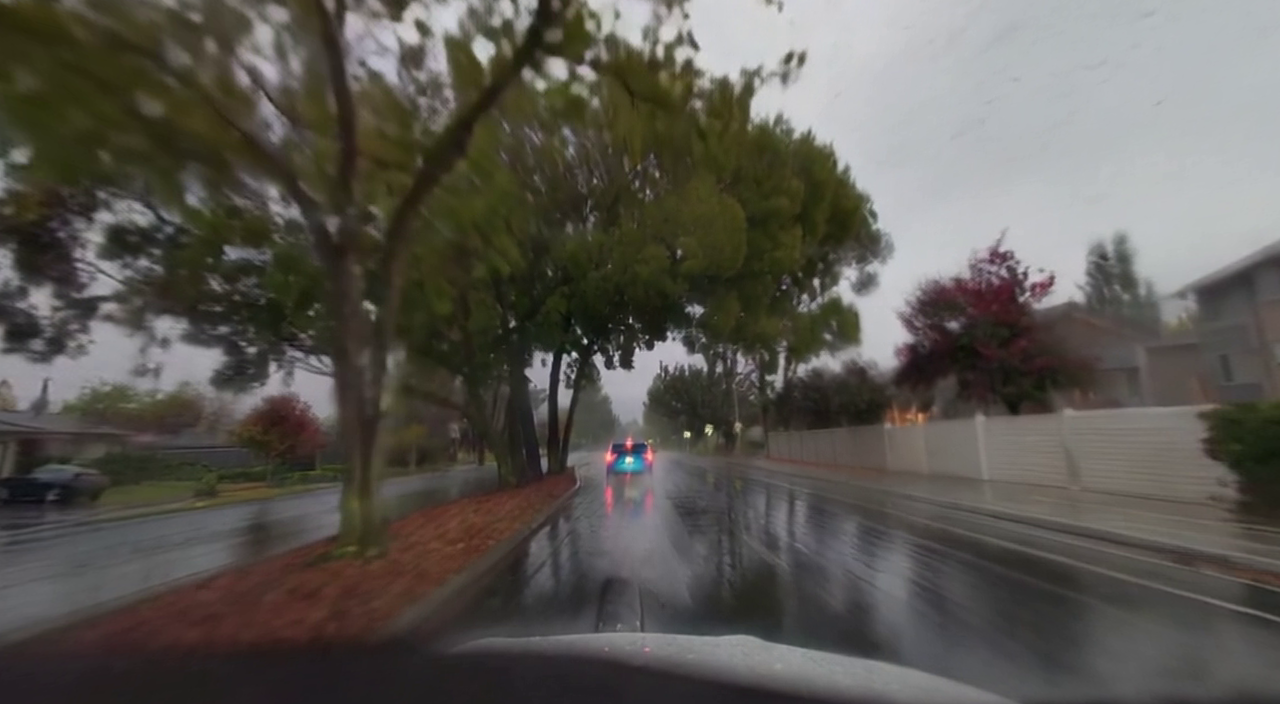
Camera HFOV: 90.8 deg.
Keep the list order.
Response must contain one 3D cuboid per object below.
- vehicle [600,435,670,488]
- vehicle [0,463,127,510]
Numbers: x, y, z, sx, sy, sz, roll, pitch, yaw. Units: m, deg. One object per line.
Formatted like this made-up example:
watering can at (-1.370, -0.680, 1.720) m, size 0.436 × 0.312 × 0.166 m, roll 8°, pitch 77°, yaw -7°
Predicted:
vehicle at (-0.174, 3.761, 21.934) m, size 2.181 × 1.639 × 4.127 m, roll 0°, pitch -9°, yaw 0°
vehicle at (-21.605, 4.820, 22.851) m, size 4.366 × 1.526 × 1.921 m, roll 0°, pitch -9°, yaw 0°
